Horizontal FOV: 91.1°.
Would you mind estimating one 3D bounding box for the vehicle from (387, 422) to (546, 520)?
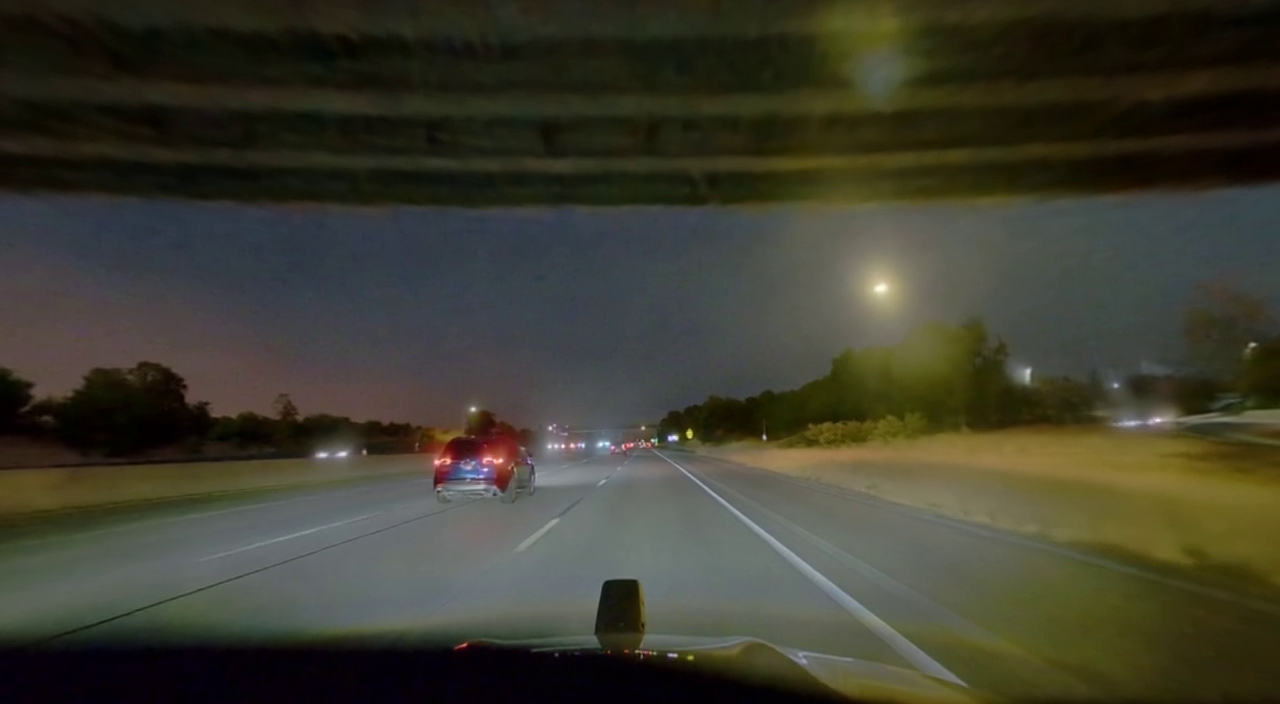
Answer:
[{"bbox_3d":[-3.411,2.436,13.379,2.048,1.705,4.384,0,-8,1],"label":"vehicle"}]
